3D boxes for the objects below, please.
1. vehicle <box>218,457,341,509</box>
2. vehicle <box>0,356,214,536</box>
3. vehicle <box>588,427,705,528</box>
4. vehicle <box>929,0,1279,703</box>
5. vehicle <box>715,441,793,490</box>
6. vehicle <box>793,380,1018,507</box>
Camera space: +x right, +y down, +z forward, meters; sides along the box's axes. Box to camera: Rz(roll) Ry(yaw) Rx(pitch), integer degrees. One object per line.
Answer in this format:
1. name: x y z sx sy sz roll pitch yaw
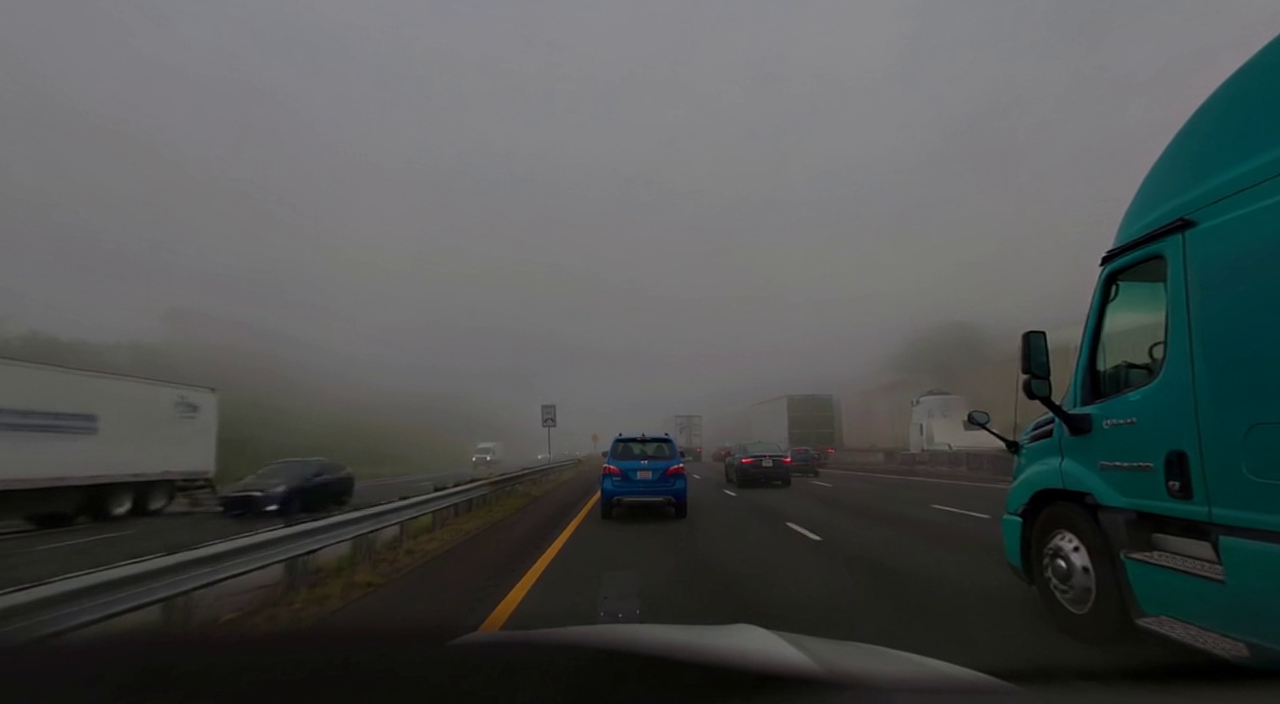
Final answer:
1. vehicle: -12.010 4.344 21.228 1.917 1.518 3.802 0 -9 -1
2. vehicle: -15.895 1.991 13.190 2.935 4.012 16.174 0 -9 -1
3. vehicle: 0.116 2.390 12.357 1.965 1.664 3.428 0 -9 0
4. vehicle: 4.190 -0.054 2.595 2.987 3.877 5.881 0 -9 0
5. vehicle: 3.802 3.843 21.534 1.859 1.512 3.711 0 -9 -2
6. vehicle: 7.987 3.102 21.128 2.799 3.188 10.578 0 -9 -1
